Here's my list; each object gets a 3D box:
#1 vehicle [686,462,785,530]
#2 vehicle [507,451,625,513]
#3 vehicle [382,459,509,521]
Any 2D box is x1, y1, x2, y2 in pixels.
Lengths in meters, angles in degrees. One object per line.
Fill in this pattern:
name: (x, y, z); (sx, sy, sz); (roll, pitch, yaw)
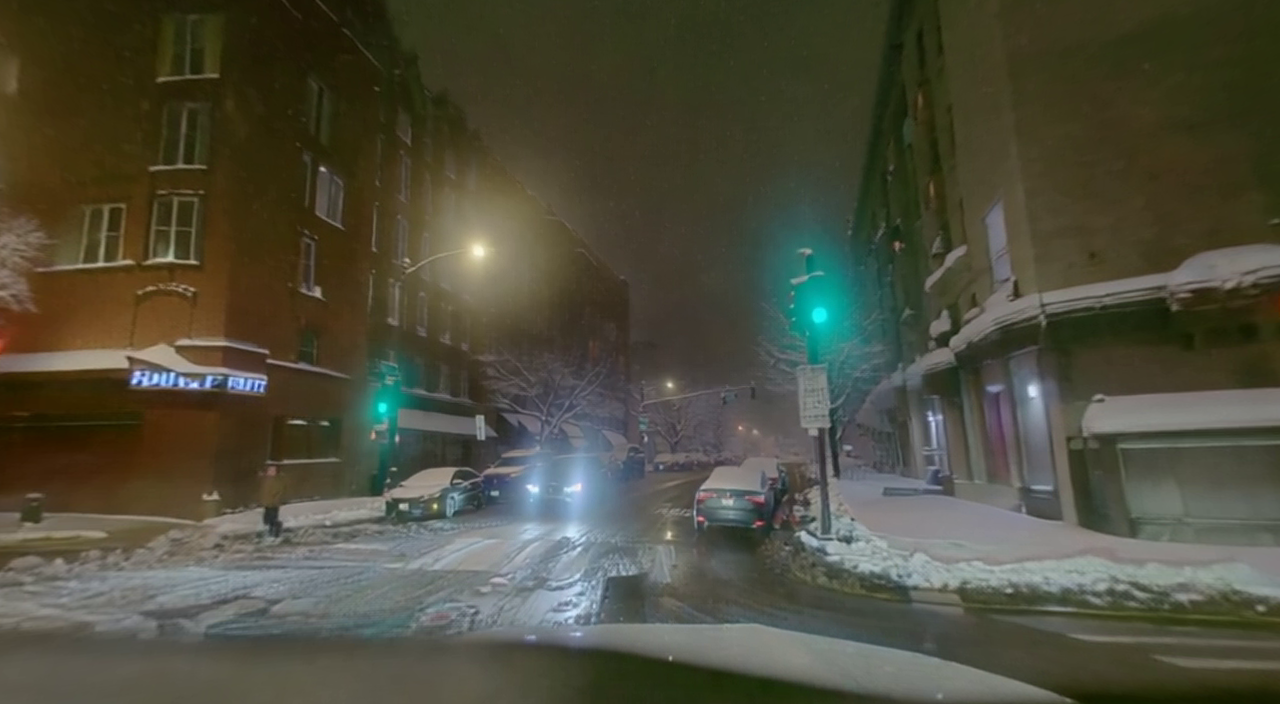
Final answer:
vehicle: (2.693, 3.750, 16.975); (1.892, 1.481, 4.365); (-4, -10, 18)
vehicle: (-2.205, 4.128, 20.522); (2.181, 1.723, 4.692); (-3, -10, 15)
vehicle: (-6.408, 4.575, 21.344); (1.933, 1.461, 4.393); (-8, -8, 15)
